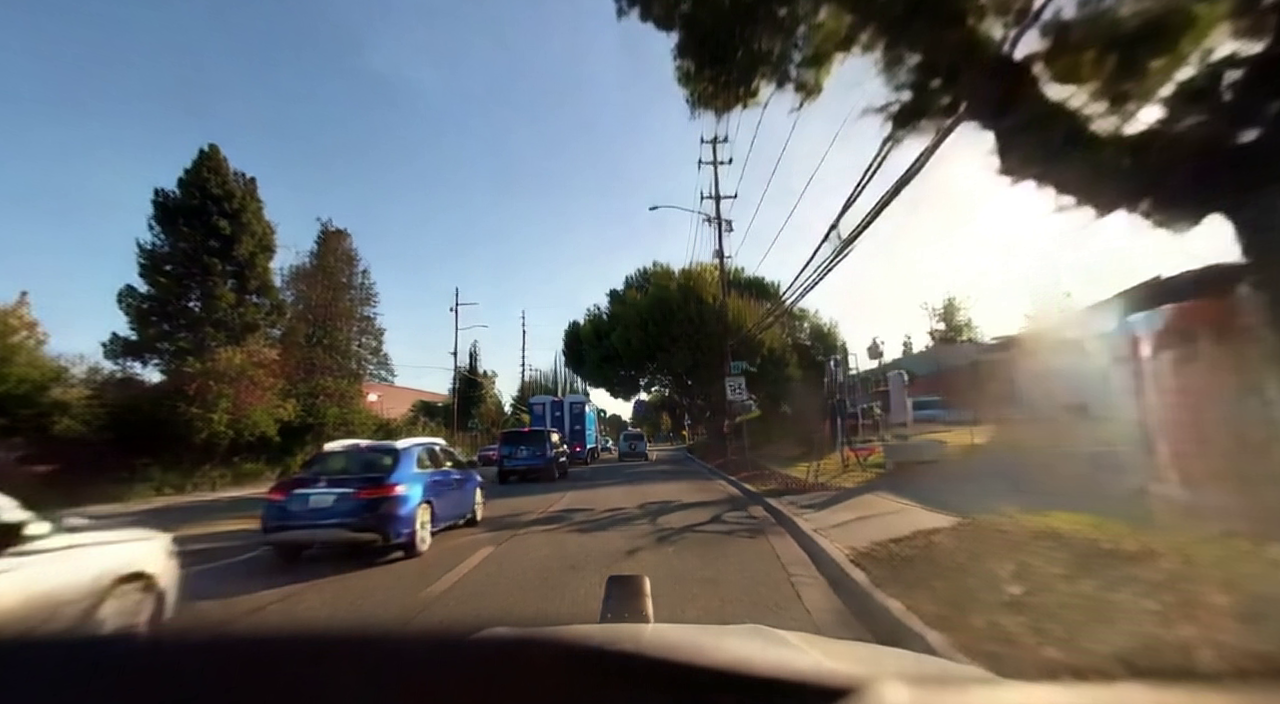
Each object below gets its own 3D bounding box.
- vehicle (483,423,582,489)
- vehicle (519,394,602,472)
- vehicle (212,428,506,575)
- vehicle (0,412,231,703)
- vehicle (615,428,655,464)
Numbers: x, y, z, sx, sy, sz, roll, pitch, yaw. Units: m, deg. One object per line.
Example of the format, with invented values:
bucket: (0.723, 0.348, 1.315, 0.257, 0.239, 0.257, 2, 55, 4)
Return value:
vehicle: (-3.218, 3.230, 19.971, 2.187, 1.821, 4.748, 0, -8, 2)
vehicle: (-3.708, 4.086, 31.538, 3.120, 3.393, 7.945, 0, -8, 0)
vehicle: (-3.327, 1.842, 8.677, 1.966, 1.466, 4.473, 0, -8, 0)
vehicle: (-3.624, 0.877, 1.710, 1.972, 1.486, 4.547, 0, -8, 0)
vehicle: (-0.285, 5.238, 35.173, 2.117, 1.861, 4.095, 0, -8, -1)
